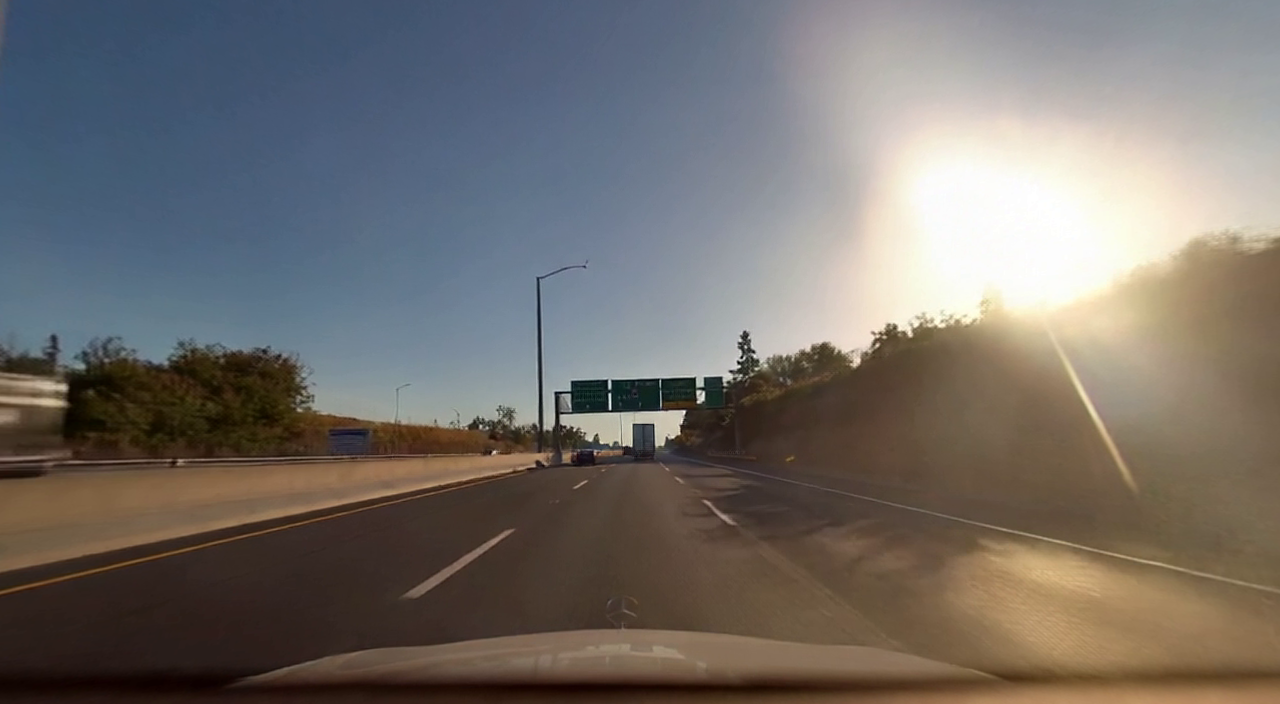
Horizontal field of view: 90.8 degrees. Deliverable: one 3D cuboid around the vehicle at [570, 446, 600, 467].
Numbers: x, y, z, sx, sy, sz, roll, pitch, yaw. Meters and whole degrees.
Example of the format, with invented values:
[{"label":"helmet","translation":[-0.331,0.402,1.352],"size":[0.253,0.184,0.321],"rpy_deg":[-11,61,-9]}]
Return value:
[{"label":"vehicle","translation":[-4.069,7.819,47.167],"size":[1.886,1.465,4.119],"rpy_deg":[0,-9,-1]}]
